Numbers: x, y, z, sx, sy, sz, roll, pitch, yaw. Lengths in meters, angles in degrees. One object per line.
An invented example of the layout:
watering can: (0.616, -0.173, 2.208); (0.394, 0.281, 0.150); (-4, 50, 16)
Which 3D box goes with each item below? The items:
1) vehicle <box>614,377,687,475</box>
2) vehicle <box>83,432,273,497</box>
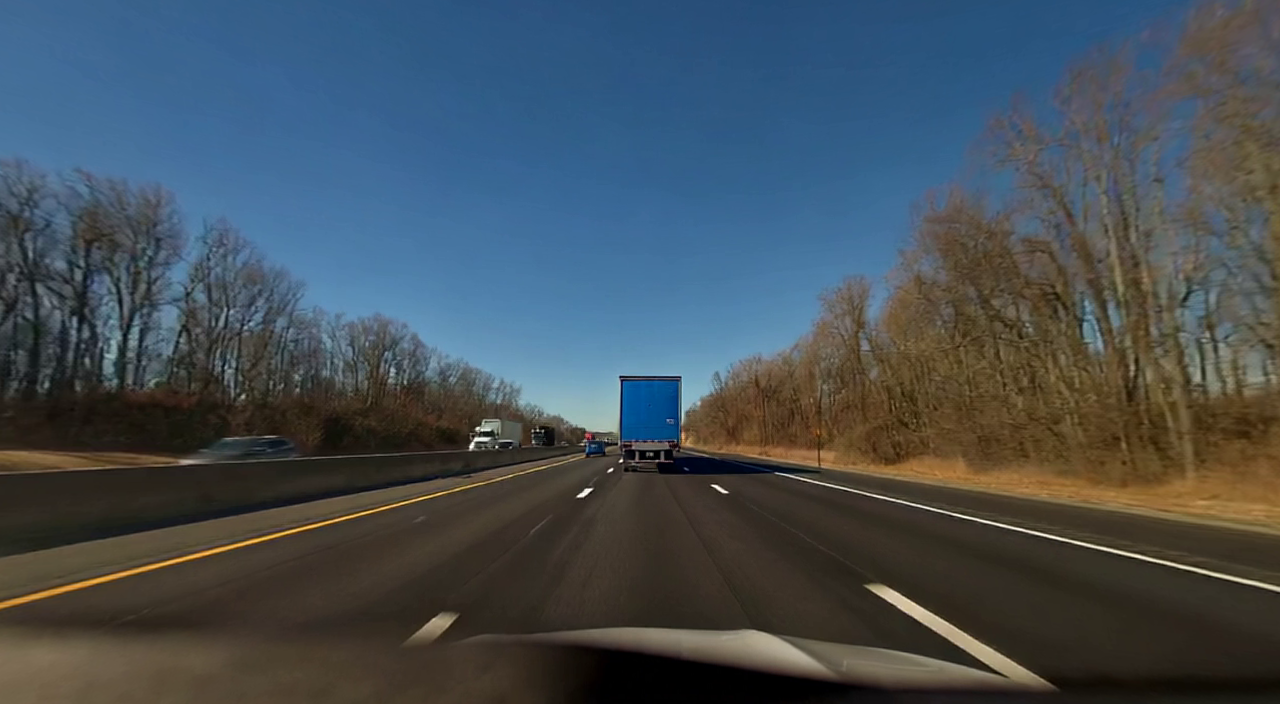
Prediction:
vehicle: (0.479, 3.812, 31.275); (3.010, 4.039, 10.481); (0, -8, 0)
vehicle: (-13.151, 3.206, 18.334); (2.041, 1.648, 4.501); (0, -8, 1)
